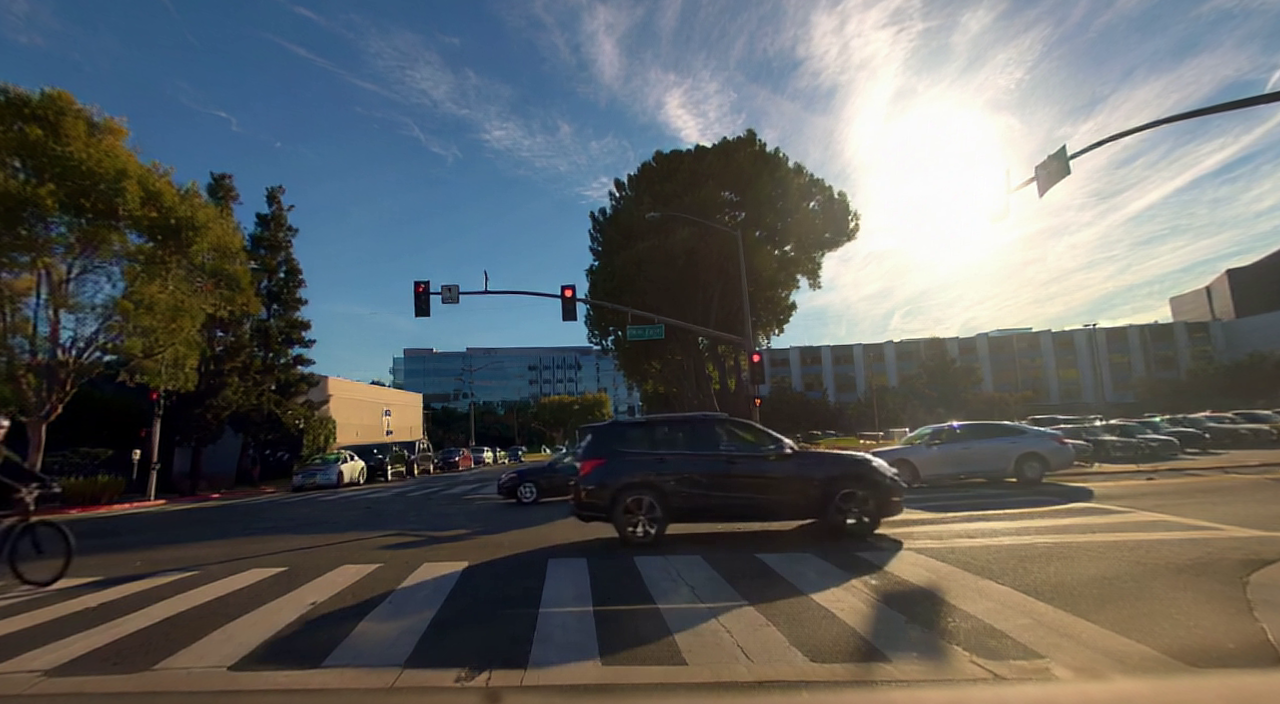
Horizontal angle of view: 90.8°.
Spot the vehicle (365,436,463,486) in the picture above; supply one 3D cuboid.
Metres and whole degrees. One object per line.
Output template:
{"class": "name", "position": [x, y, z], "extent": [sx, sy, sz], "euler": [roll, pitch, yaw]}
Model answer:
{"class": "vehicle", "position": [-10.172, 4.949, 29.056], "extent": [2.475, 1.940, 5.702], "euler": [-3, -9, 0]}

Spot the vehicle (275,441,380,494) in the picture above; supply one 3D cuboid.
{"class": "vehicle", "position": [-13.729, 5.056, 28.147], "extent": [2.251, 1.957, 4.968], "euler": [-4, -9, -1]}

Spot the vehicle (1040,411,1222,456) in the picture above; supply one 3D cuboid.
{"class": "vehicle", "position": [16.961, 2.904, 22.106], "extent": [4.560, 1.453, 1.851], "euler": [-3, -9, 18]}

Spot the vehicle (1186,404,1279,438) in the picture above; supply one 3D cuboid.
{"class": "vehicle", "position": [34.911, 4.015, 36.641], "extent": [4.326, 1.511, 1.725], "euler": [-8, -9, 17]}

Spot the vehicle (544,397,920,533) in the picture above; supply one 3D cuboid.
{"class": "vehicle", "position": [1.278, 1.748, 9.840], "extent": [5.122, 1.781, 2.098], "euler": [-2, -9, 6]}

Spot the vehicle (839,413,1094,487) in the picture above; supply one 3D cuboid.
{"class": "vehicle", "position": [6.724, 2.143, 13.530], "extent": [4.385, 1.419, 1.855], "euler": [-1, -12, 7]}
